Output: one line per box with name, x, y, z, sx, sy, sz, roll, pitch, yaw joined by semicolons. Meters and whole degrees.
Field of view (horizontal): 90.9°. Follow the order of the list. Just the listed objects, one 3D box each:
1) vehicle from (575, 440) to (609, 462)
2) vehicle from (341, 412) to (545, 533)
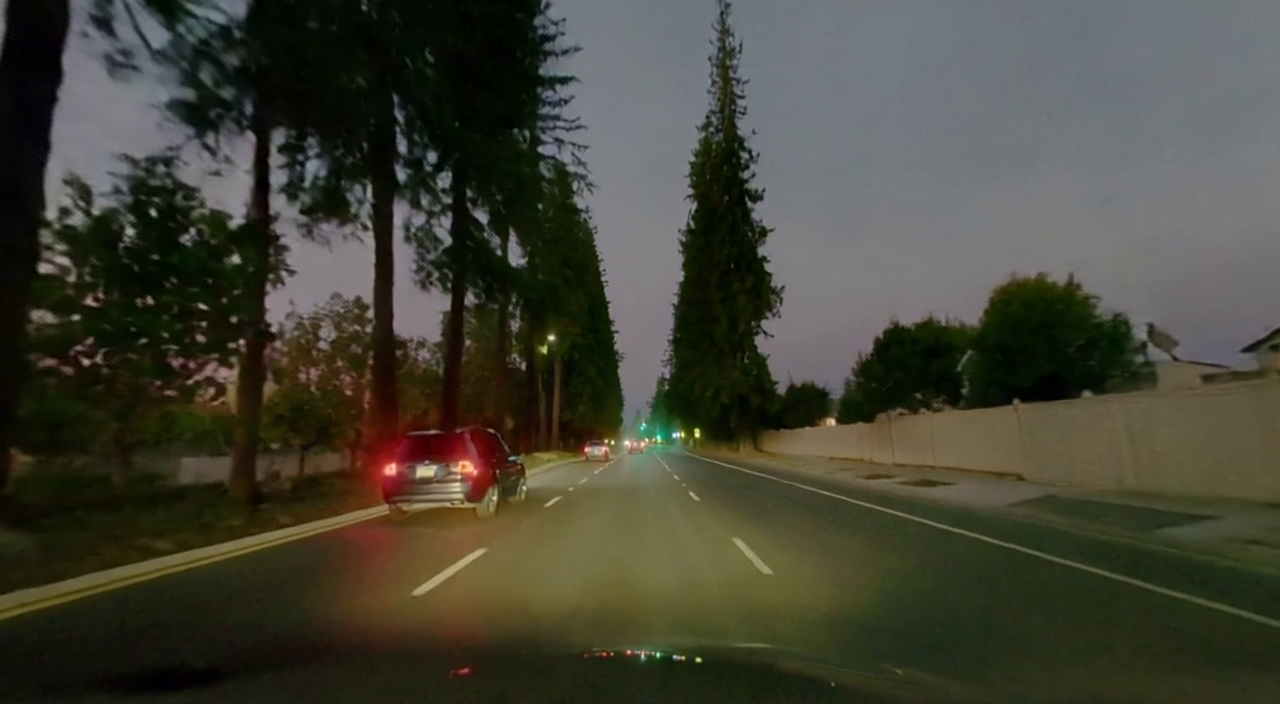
vehicle;-3.364;6.977;44.591;2.021;1.466;4.330;0;-8;1
vehicle;-3.126;2.043;11.260;2.058;1.671;4.704;0;-8;1
